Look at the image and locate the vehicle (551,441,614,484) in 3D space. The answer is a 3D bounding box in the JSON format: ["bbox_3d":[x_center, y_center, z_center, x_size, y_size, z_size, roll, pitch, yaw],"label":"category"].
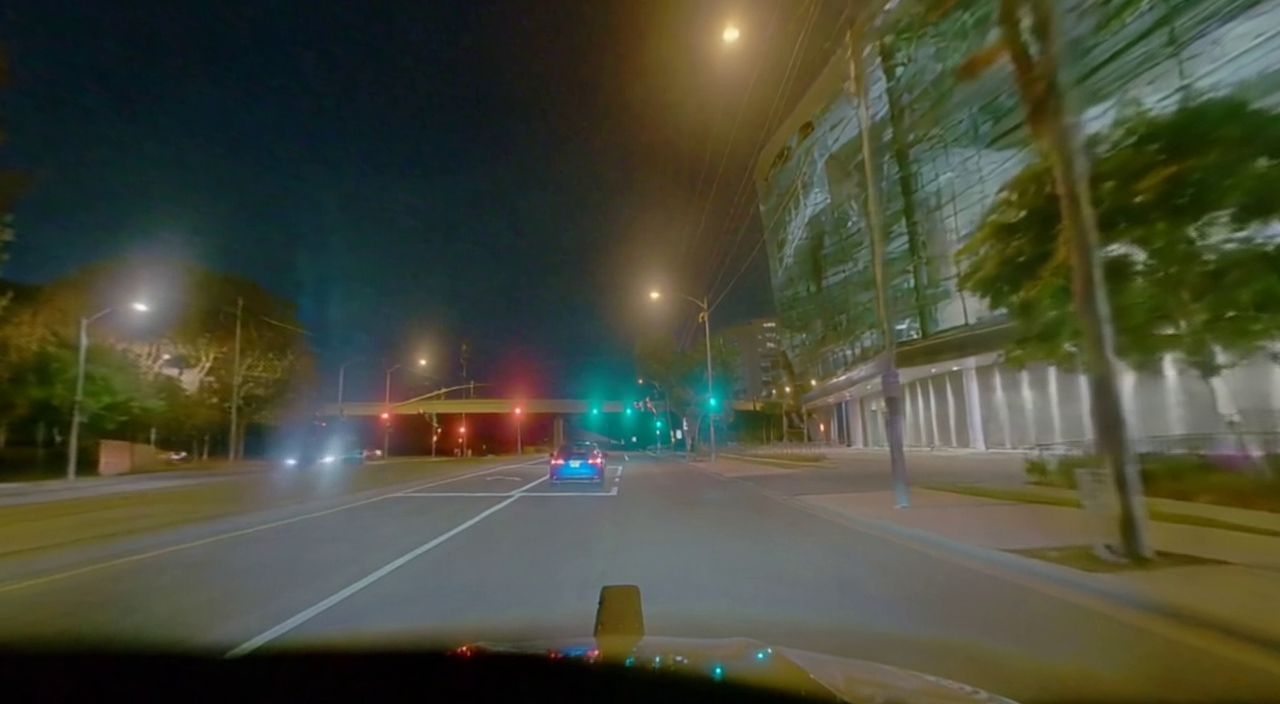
[{"bbox_3d":[-2.068,4.107,23.872,2.154,1.465,4.532,0,-8,-3],"label":"vehicle"}]
